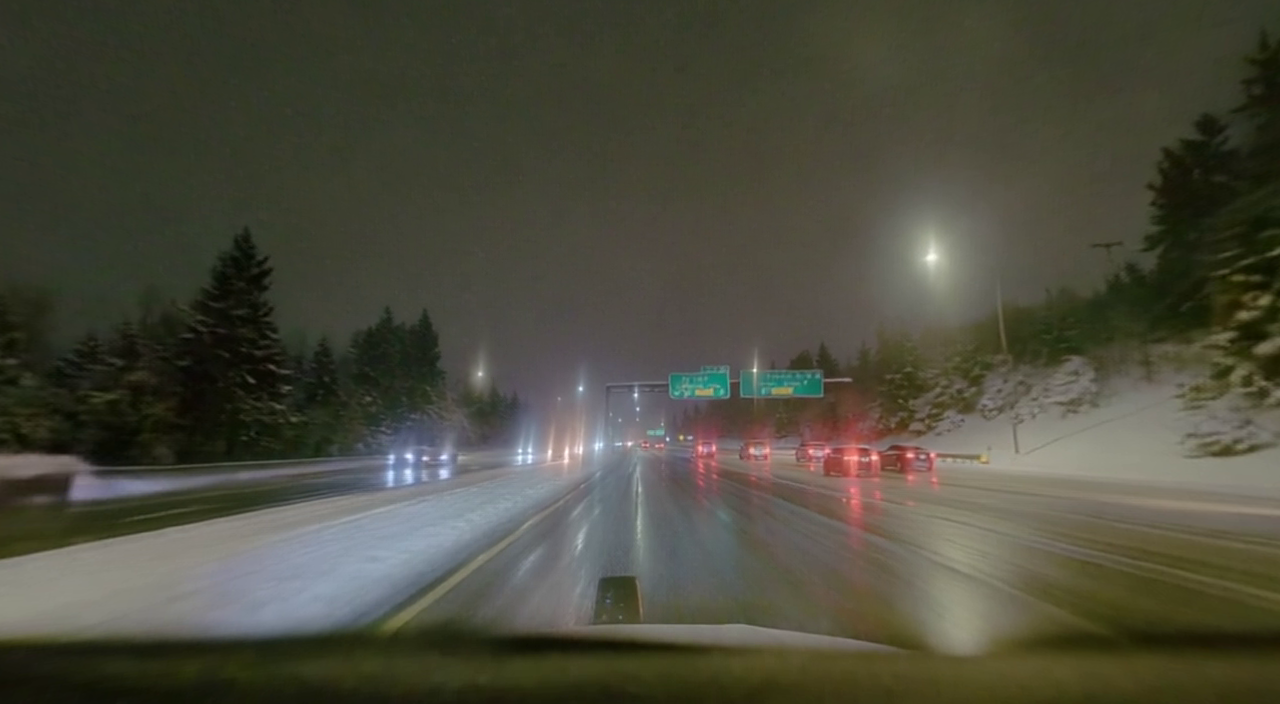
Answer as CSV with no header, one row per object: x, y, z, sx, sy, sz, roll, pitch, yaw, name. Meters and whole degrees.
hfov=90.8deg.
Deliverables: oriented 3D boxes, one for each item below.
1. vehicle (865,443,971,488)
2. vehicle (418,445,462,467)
9.774,3.992,22.596,1.836,1.418,4.132,0,-9,-1,vehicle
-15.362,7.947,48.675,1.918,1.569,4.146,0,-8,2,vehicle
